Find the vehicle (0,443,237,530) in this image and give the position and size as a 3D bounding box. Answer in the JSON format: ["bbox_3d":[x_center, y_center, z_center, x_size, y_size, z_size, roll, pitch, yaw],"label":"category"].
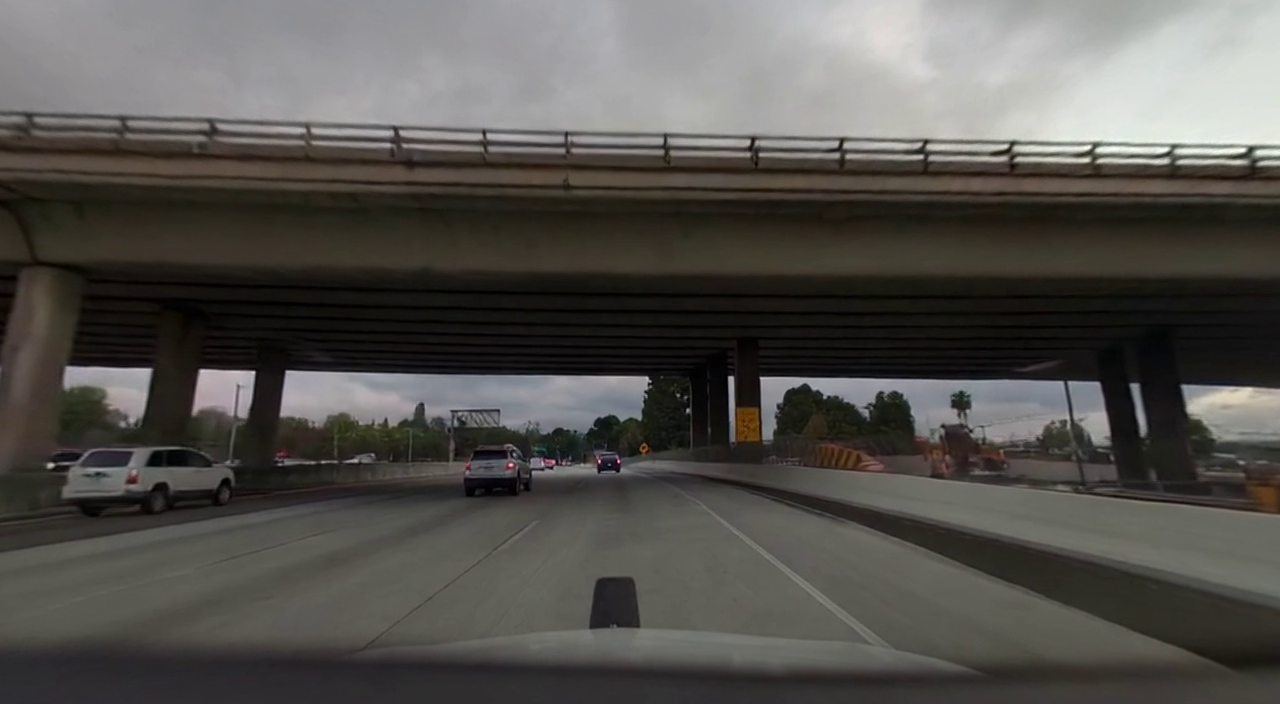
[{"bbox_3d":[-11.687,2.974,14.618,1.967,1.681,4.203,0,-8,-1],"label":"vehicle"}]

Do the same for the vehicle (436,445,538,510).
[{"bbox_3d":[-4.302,3.568,18.525,2.024,1.655,4.192,0,-8,-1],"label":"vehicle"}]

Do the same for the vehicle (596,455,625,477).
[{"bbox_3d":[-2.198,8.438,46.787,2.051,1.459,4.092,1,-9,-4],"label":"vehicle"}]
